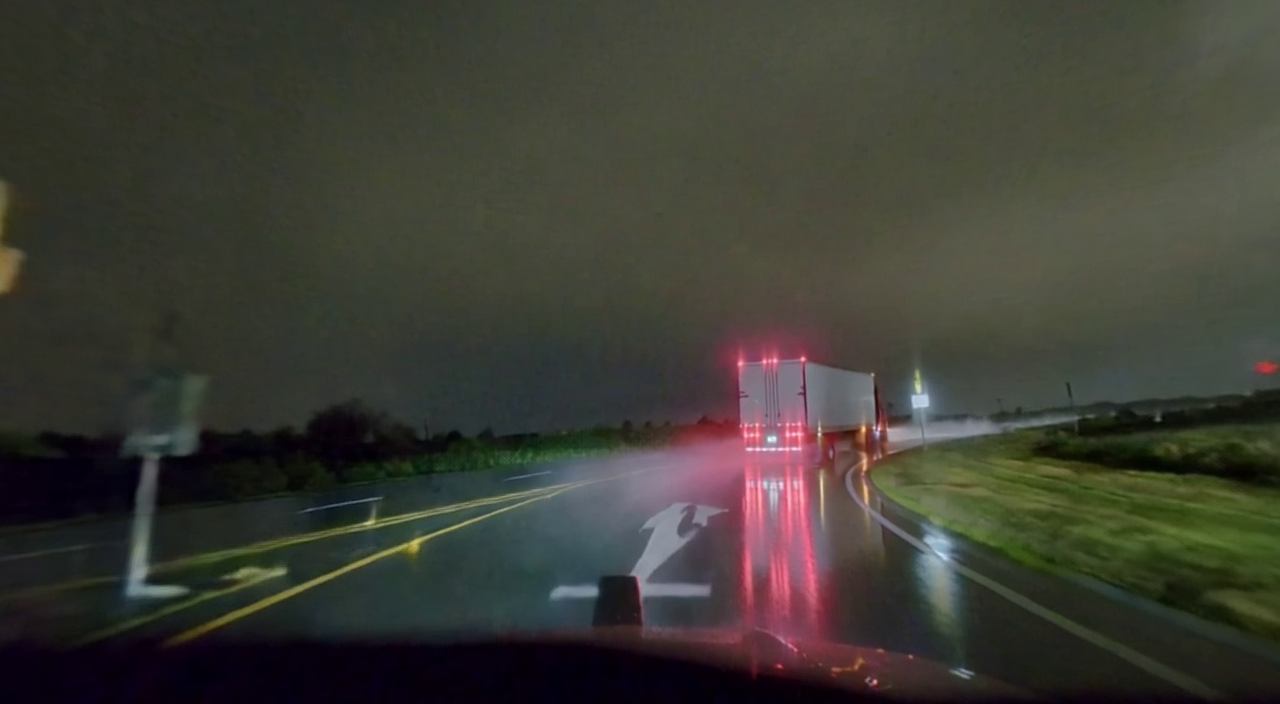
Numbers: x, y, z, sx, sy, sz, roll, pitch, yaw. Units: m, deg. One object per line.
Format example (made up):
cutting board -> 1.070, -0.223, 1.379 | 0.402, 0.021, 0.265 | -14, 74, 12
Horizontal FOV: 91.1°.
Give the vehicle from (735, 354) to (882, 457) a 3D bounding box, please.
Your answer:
vehicle -> 7.841, 2.596, 27.766 | 2.837, 3.712, 10.484 | -5, -9, 34
